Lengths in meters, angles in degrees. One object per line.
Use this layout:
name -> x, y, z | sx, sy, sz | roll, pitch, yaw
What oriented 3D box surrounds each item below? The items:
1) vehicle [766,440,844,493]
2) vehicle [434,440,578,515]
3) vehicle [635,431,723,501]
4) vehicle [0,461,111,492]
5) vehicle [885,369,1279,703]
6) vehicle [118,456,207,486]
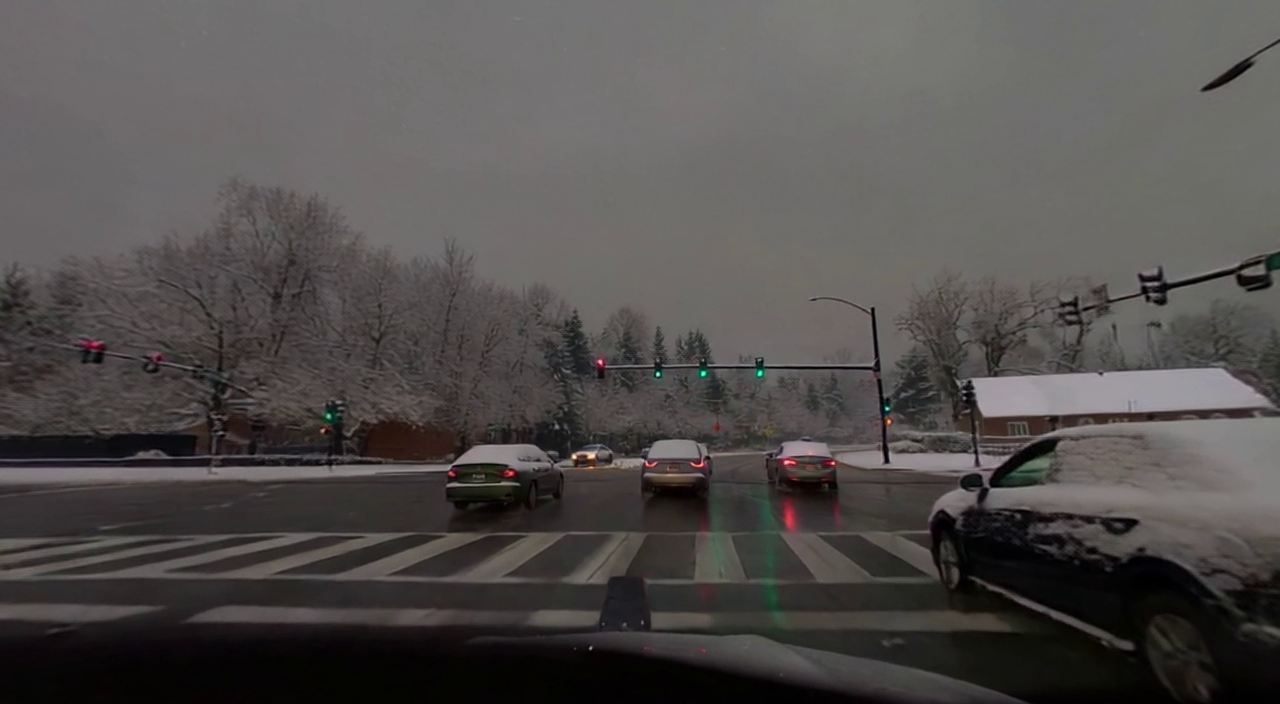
vehicle -> 5.198, 3.635, 20.303 | 1.859, 1.540, 3.454 | -1, -9, 5
vehicle -> -2.928, 2.868, 14.976 | 2.006, 1.464, 4.586 | -1, -9, 6
vehicle -> 1.215, 3.260, 18.461 | 2.250, 1.768, 4.574 | -1, -9, 6
vehicle -> -29.522, 6.198, 31.452 | 4.647, 1.427, 2.065 | -1, -9, 8
vehicle -> 3.755, 1.218, 4.728 | 2.106, 1.636, 4.655 | -1, -9, 2
vehicle -> -26.085, 6.464, 34.448 | 4.066, 1.506, 1.867 | -3, -9, 20
